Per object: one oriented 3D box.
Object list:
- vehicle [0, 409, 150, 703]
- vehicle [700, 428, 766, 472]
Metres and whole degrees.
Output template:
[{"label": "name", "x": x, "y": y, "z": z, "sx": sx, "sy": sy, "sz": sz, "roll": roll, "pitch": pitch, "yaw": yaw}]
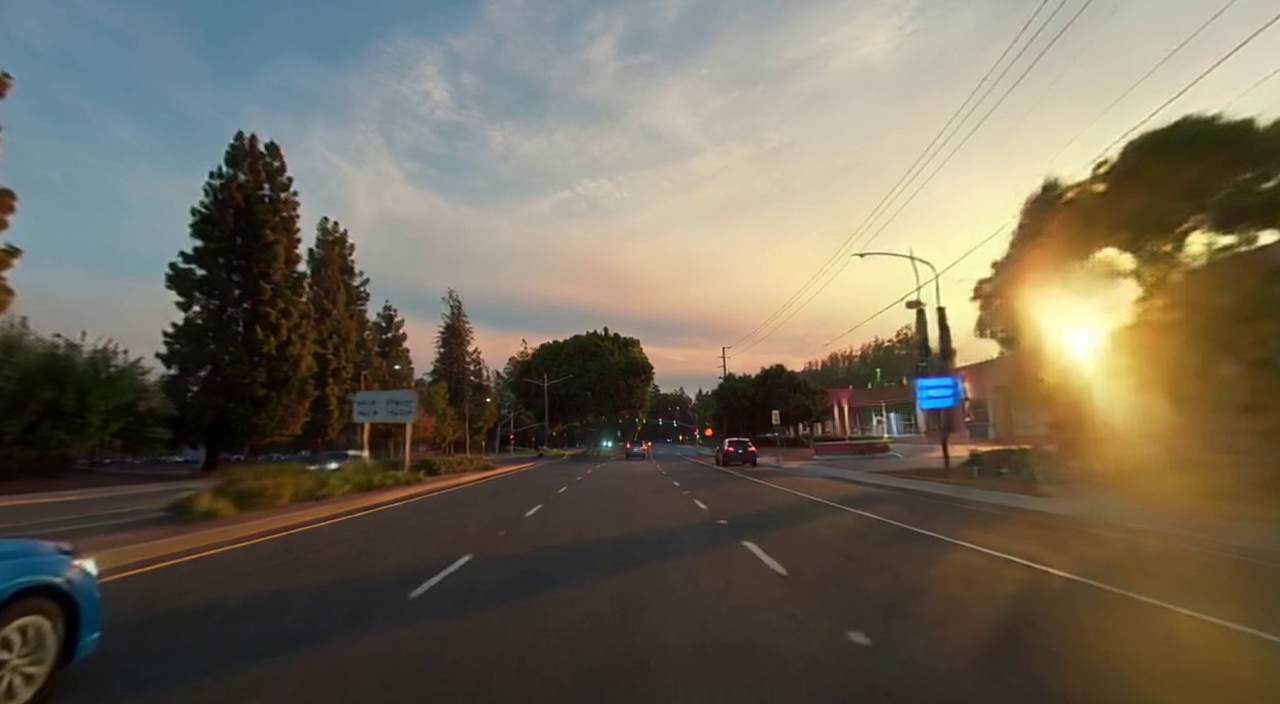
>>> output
[{"label": "vehicle", "x": -3.920, "y": 0.809, "z": 1.521, "sx": 2.017, "sy": 1.470, "sz": 4.293, "roll": 0, "pitch": -8, "yaw": 0}, {"label": "vehicle", "x": 4.568, "y": 4.926, "z": 32.042, "sx": 2.476, "sy": 2.016, "sz": 5.586, "roll": 0, "pitch": -8, "yaw": 0}]
